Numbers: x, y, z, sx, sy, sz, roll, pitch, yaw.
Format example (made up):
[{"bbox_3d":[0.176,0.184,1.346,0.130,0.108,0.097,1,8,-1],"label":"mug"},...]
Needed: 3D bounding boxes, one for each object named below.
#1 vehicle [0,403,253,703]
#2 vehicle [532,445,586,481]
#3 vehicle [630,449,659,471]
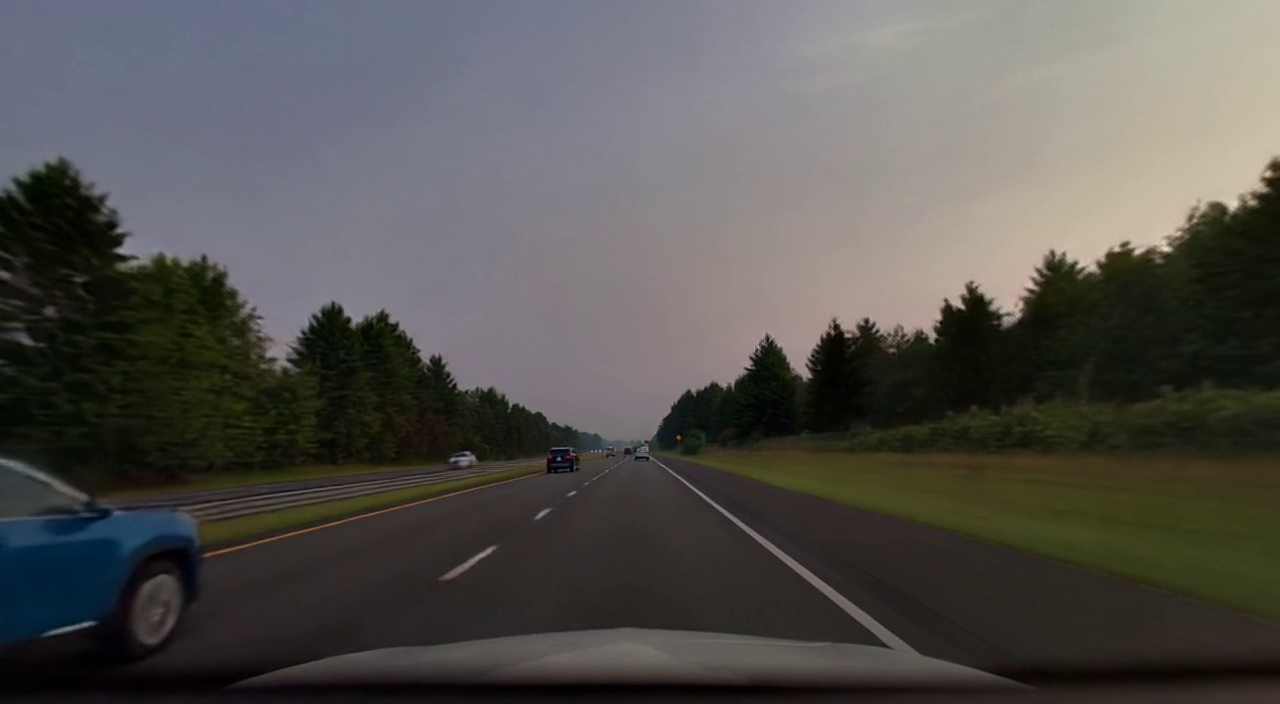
[{"bbox_3d":[-3.842,0.933,2.377,2.034,1.520,4.236,0,-9,1],"label":"vehicle"},{"bbox_3d":[-3.998,5.529,31.802,2.100,1.667,4.223,0,-9,1],"label":"vehicle"},{"bbox_3d":[0.319,7.900,46.322,2.046,1.452,4.407,0,-9,0],"label":"vehicle"}]
